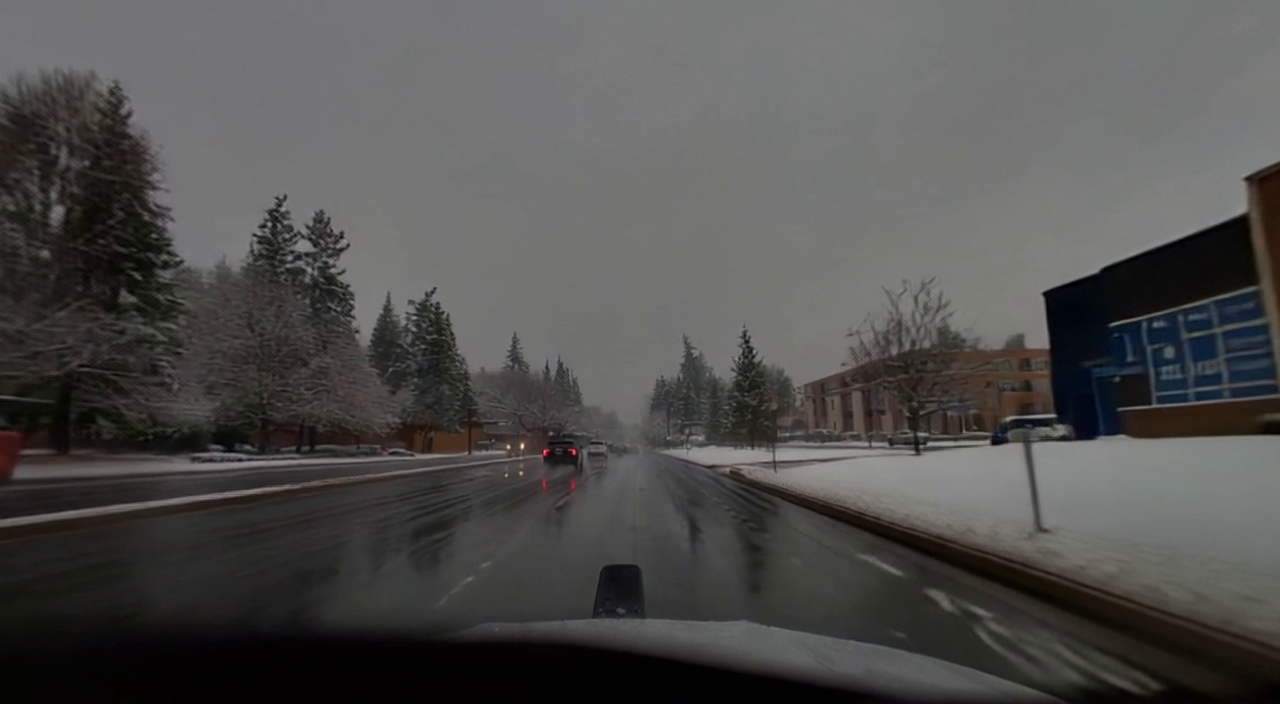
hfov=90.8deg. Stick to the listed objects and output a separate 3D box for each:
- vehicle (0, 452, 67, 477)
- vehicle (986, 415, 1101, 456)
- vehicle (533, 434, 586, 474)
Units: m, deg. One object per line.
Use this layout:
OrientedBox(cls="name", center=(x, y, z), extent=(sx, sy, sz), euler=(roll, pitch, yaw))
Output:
OrientedBox(cls="vehicle", center=(-48.735, 8.861, 49.987), extent=(4.659, 1.880, 2.097), euler=(0, -9, 0))
OrientedBox(cls="vehicle", center=(17.671, 3.721, 28.010), extent=(1.995, 1.554, 4.943), euler=(-3, -8, 3))
OrientedBox(cls="vehicle", center=(-3.761, 4.859, 30.203), extent=(1.959, 1.741, 4.141), euler=(0, -8, 1))
